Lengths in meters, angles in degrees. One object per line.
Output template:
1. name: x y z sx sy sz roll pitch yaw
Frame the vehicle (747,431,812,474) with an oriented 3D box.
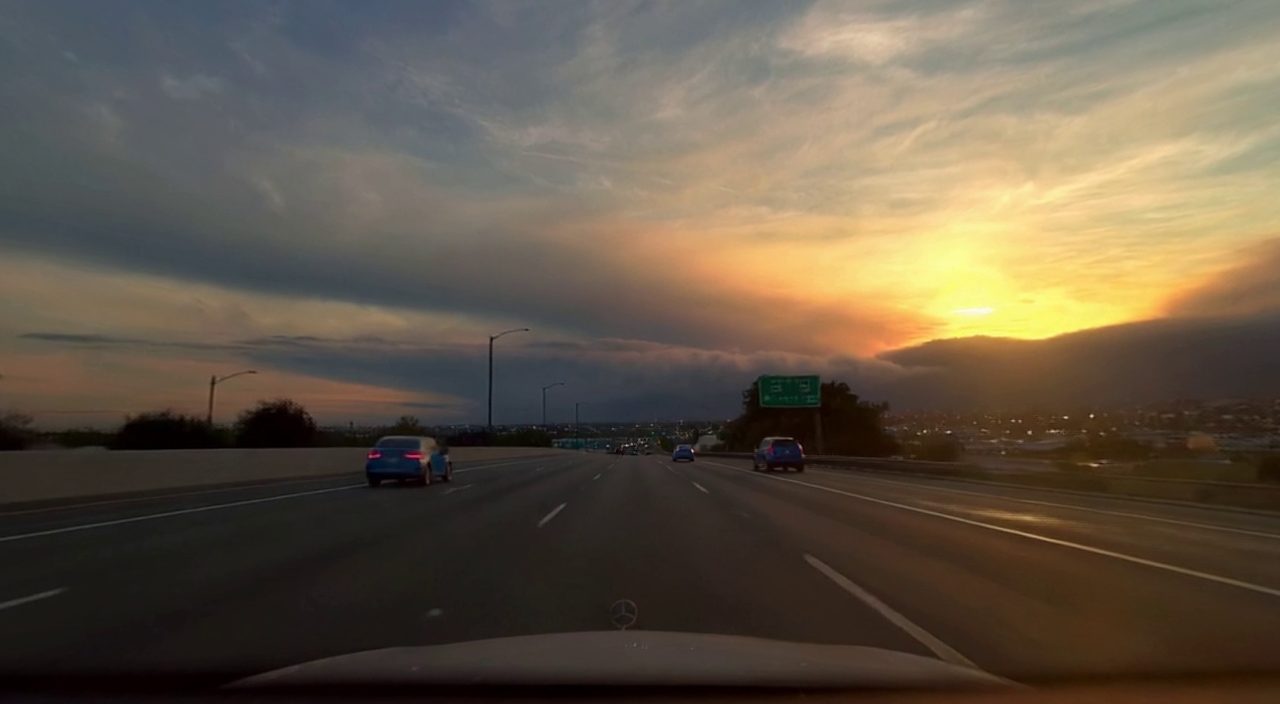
1. vehicle: 6.833 4.985 31.452 2.065 1.953 4.605 0 -8 -1

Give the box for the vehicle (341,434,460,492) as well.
1. vehicle: -7.893 3.688 21.534 2.083 1.696 5.464 1 -8 -2

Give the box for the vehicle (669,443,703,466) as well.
1. vehicle: 3.183 7.165 44.499 2.000 1.533 3.770 0 -8 -1
